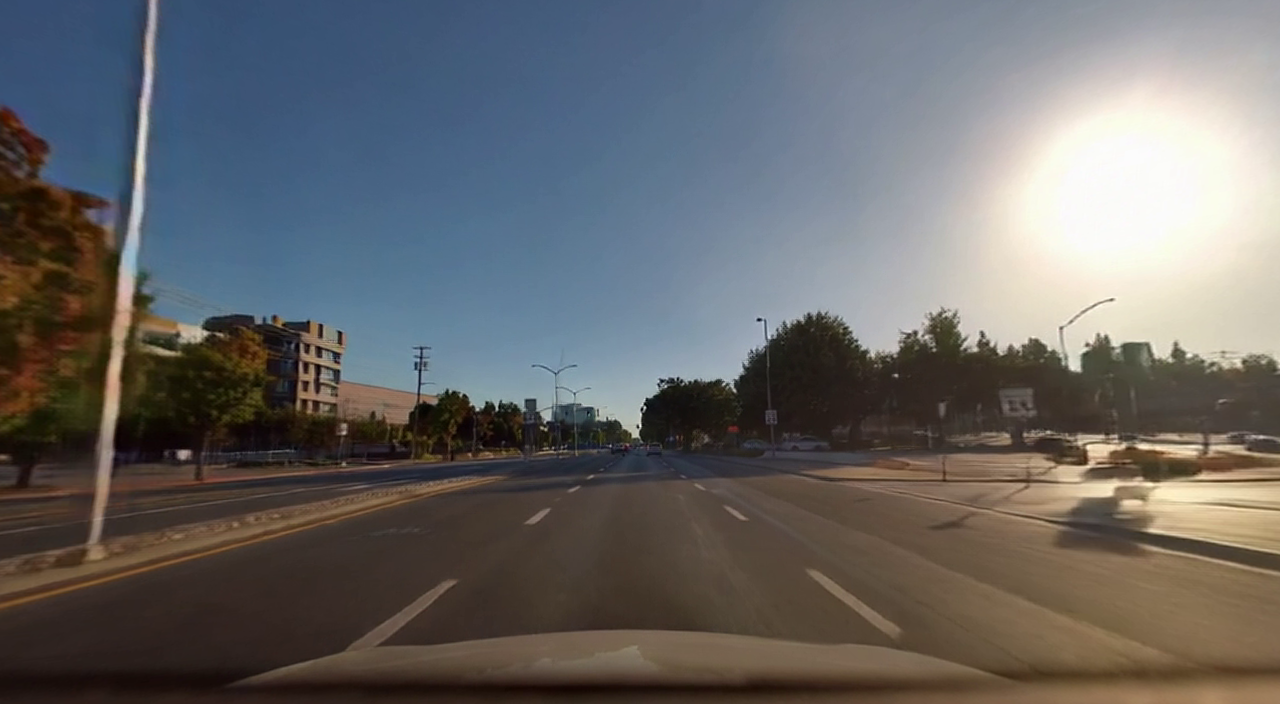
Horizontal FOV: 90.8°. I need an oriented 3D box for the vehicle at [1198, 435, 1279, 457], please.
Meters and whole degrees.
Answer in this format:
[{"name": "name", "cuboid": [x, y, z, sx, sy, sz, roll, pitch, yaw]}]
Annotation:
[{"name": "vehicle", "cuboid": [46.373, 7.251, 48.644, 2.007, 1.486, 4.744, 7, -13, -44]}]
